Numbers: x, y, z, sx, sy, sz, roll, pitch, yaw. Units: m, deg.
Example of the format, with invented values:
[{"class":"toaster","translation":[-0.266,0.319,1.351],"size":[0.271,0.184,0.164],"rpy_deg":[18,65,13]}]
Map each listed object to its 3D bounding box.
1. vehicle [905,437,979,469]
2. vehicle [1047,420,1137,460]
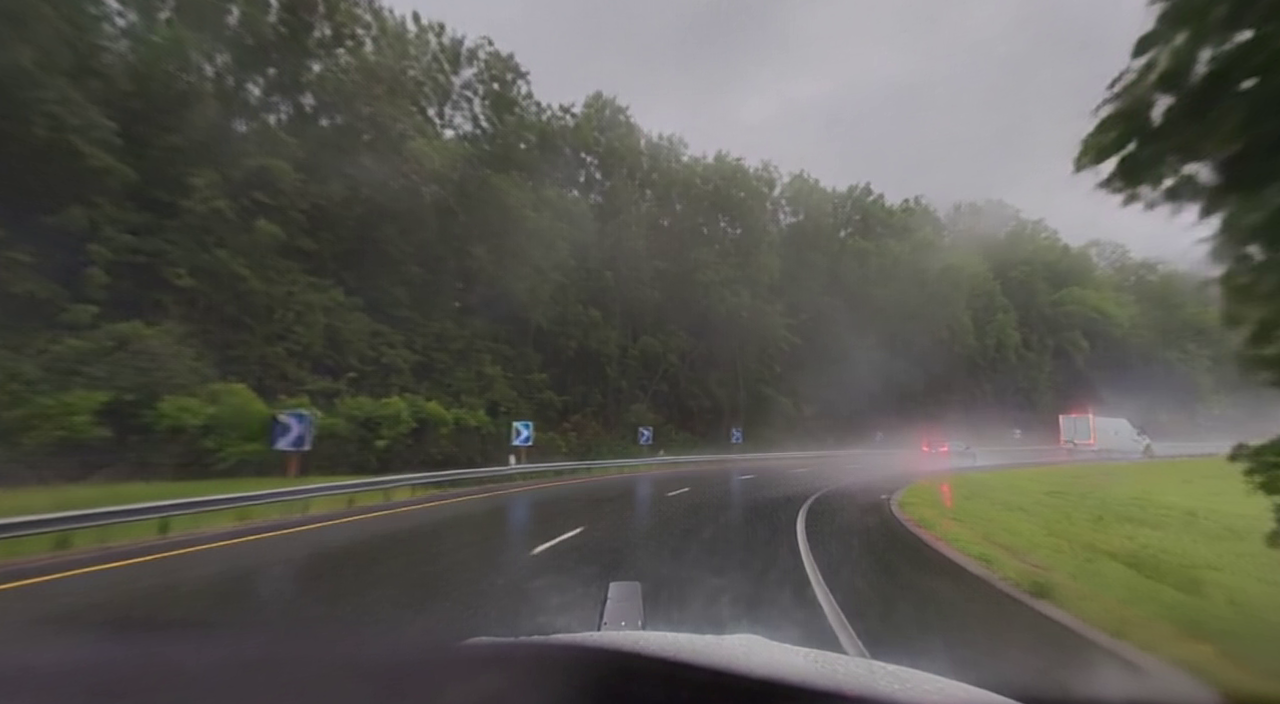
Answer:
[{"class":"vehicle","translation":[17.013,5.677,35.435],"size":[4.325,1.674,2.221],"rpy_deg":[8,-12,-42]},{"class":"vehicle","translation":[33.663,6.590,46.896],"size":[5.981,2.823,2.498],"rpy_deg":[4,-9,-23]}]
